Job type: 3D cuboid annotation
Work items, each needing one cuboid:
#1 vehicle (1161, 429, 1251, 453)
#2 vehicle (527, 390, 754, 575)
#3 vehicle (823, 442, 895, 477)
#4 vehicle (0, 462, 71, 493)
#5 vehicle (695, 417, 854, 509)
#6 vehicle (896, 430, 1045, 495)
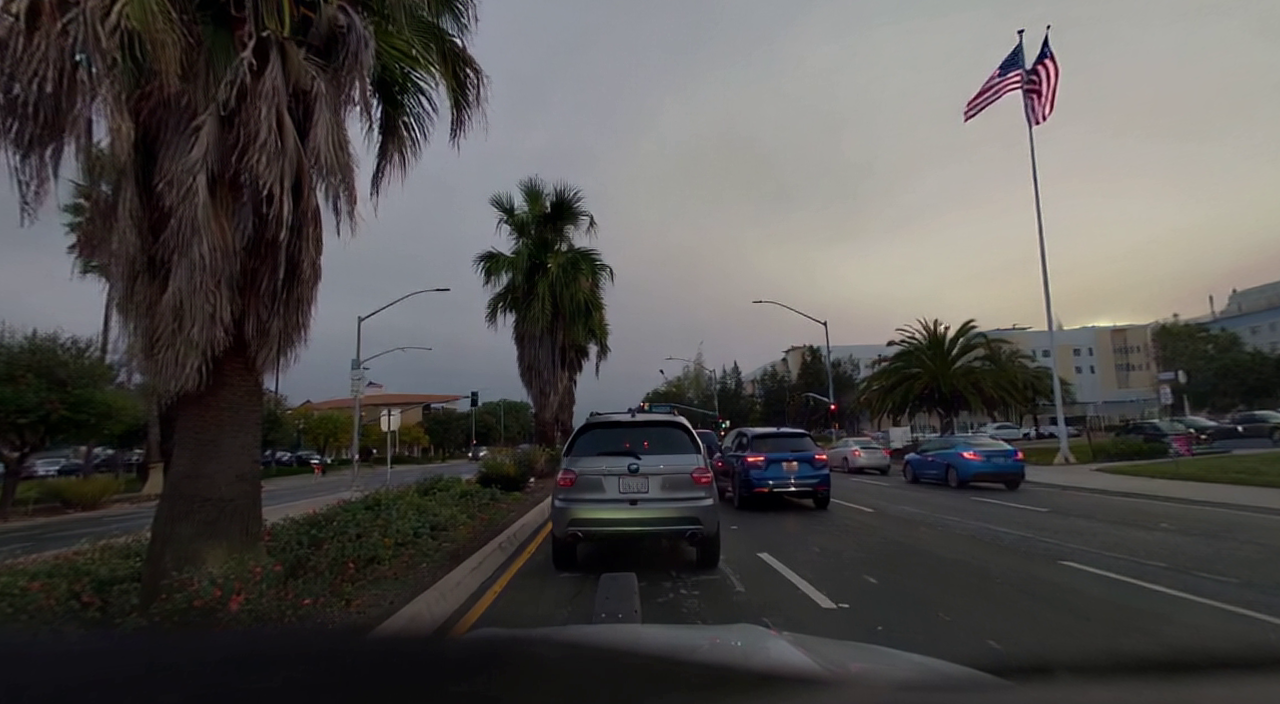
[{"bbox_3d":[36.426,5.756,40.832,1.839,1.455,4.395,0,-9,2],"label":"vehicle"},{"bbox_3d":[-0.092,1.719,9.054,2.402,1.938,4.535,0,-9,-3],"label":"vehicle"},{"bbox_3d":[10.165,5.012,29.667,1.855,1.495,4.143,0,-9,-1],"label":"vehicle"},{"bbox_3d":[-45.728,9.079,45.760,6.410,2.078,2.584,0,-9,0],"label":"vehicle"},{"bbox_3d":[3.249,2.918,17.151,2.773,2.021,6.212,0,-9,-2],"label":"vehicle"},{"bbox_3d":[10.091,3.399,19.833,2.155,1.779,4.582,0,-9,0],"label":"vehicle"}]
